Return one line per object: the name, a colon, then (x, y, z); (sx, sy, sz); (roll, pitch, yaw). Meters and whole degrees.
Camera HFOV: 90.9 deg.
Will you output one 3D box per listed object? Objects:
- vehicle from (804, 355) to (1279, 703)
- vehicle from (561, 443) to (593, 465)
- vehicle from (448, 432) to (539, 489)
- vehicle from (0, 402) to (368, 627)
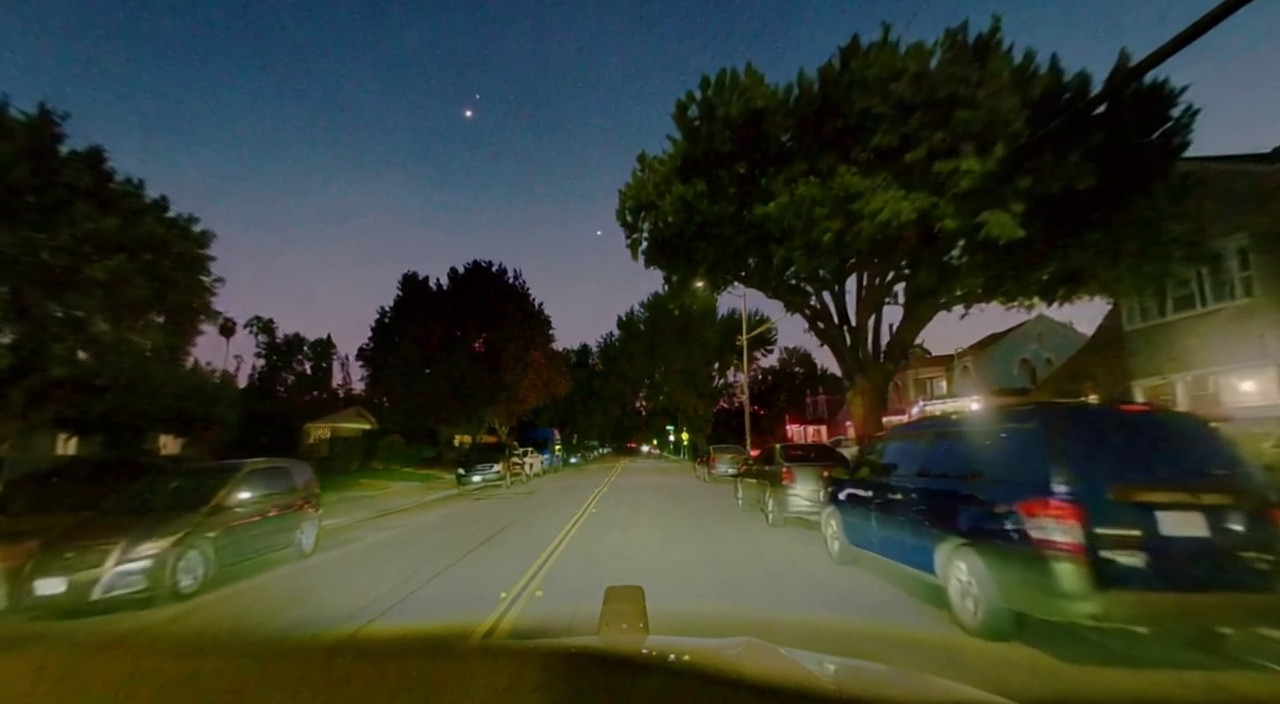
vehicle: (3.219, 1.283, 5.672); (2.059, 1.824, 5.045); (0, -8, -1)
vehicle: (-4.805, 7.887, 48.871); (2.038, 1.571, 4.524); (0, -8, -1)
vehicle: (-5.209, 3.928, 23.137); (2.090, 1.855, 4.494); (0, -8, 2)
vehicle: (-5.388, 1.661, 7.549); (2.163, 1.818, 4.697); (0, -8, 0)
